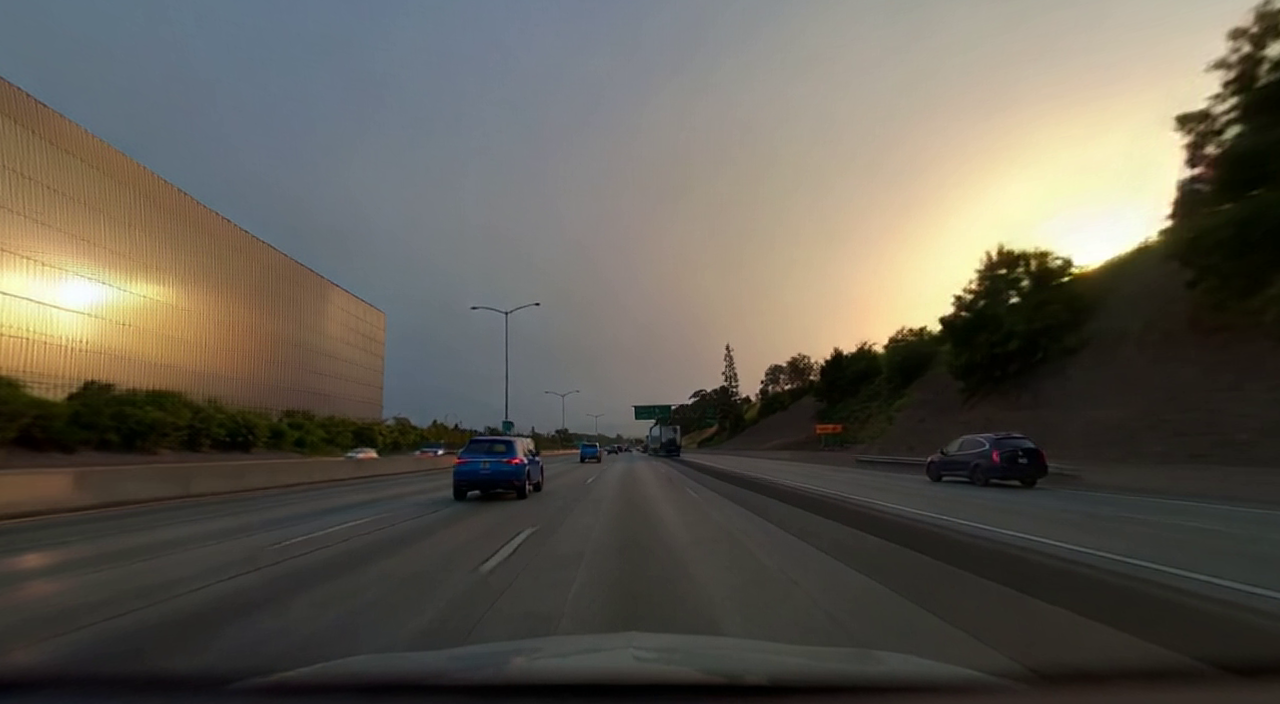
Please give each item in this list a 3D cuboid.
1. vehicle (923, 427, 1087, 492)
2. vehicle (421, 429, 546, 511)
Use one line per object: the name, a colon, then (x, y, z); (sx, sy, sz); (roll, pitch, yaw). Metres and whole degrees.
vehicle: (11.347, 3.412, 20.234); (2.089, 1.787, 5.080); (0, -9, -2)
vehicle: (-3.628, 2.822, 15.530); (2.039, 1.710, 4.237); (0, -9, -1)
